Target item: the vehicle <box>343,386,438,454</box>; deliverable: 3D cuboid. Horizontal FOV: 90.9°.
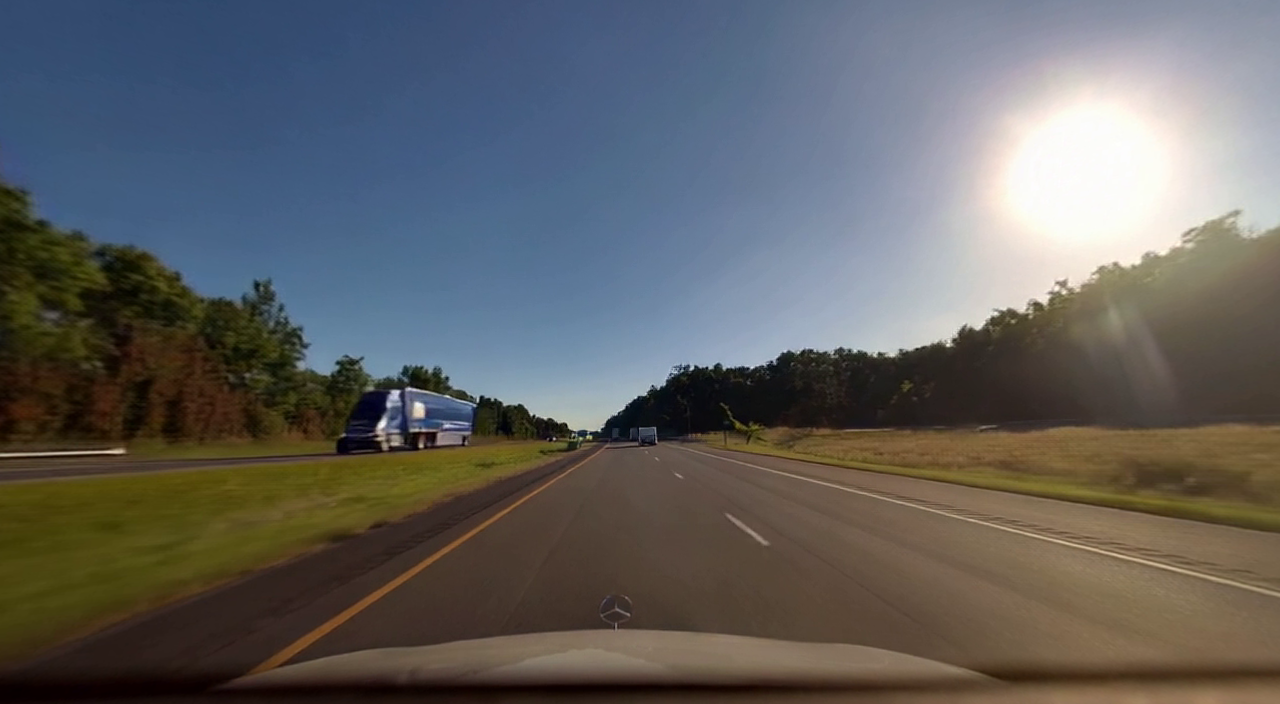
[{"bbox_3d":[-13.879,3.919,35.700,2.970,3.532,5.981,0,-8,-1],"label":"vehicle"}]
